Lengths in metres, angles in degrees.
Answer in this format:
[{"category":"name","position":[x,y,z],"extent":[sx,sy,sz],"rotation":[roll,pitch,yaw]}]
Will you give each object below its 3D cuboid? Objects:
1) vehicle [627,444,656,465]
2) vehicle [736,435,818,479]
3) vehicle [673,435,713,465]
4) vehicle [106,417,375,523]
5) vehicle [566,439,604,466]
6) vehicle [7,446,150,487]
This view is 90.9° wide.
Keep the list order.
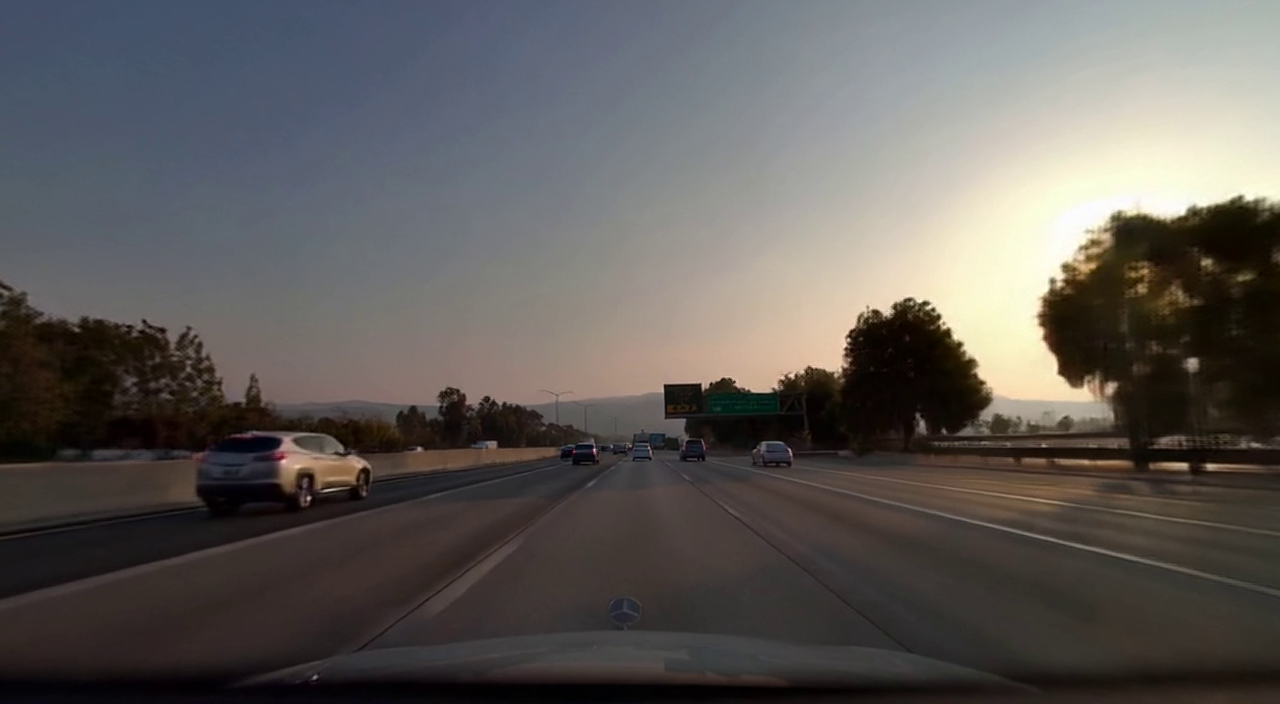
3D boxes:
[{"category":"vehicle","position":[0.106,7.553,46.797],"extent":[2.050,1.452,3.917],"rotation":[0,-8,0]},{"category":"vehicle","position":[5.598,4.360,26.428],"extent":[2.196,1.659,4.451],"rotation":[0,-8,-3]},{"category":"vehicle","position":[3.680,6.916,44.690],"extent":[2.348,1.991,5.460],"rotation":[0,-8,0]},{"category":"vehicle","position":[-7.906,2.395,13.391],"extent":[2.199,1.781,5.271],"rotation":[0,-8,1]},{"category":"vehicle","position":[-3.790,6.999,44.044],"extent":[2.118,1.750,4.875],"rotation":[0,-8,1]},{"category":"vehicle","position":[-22.617,4.589,25.662],"extent":[1.926,1.487,4.171],"rotation":[-1,-8,1]}]
